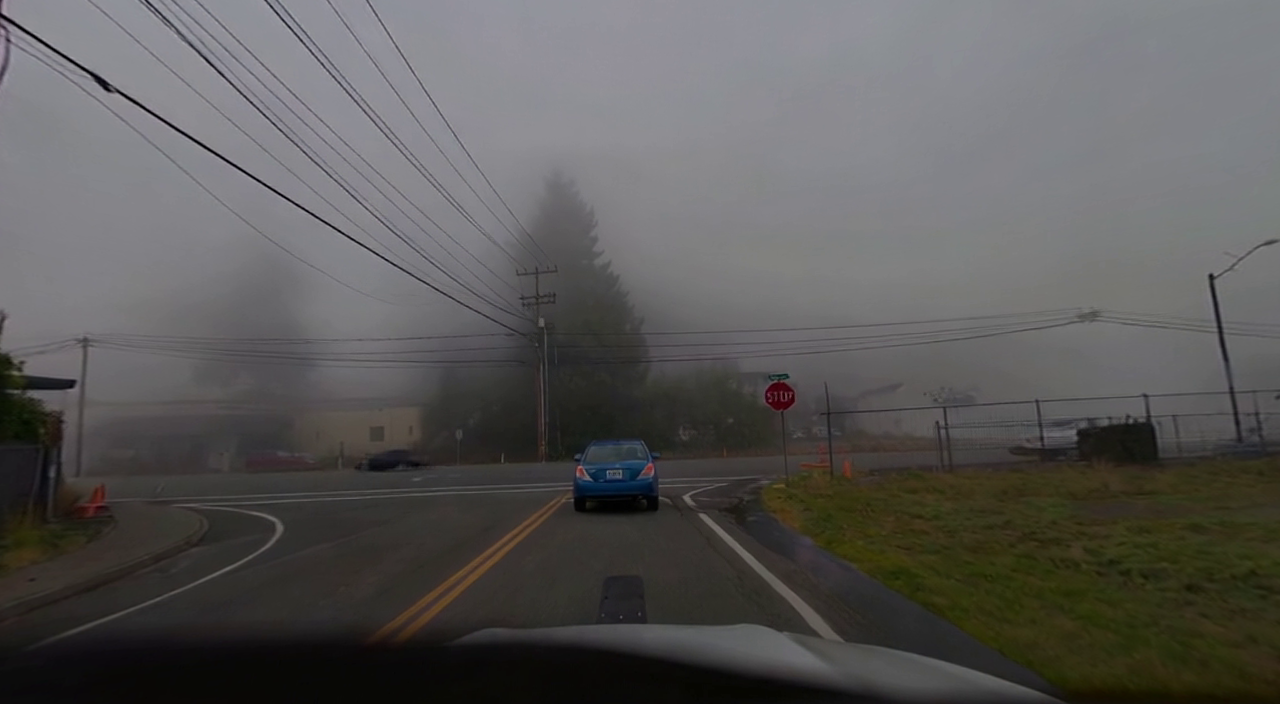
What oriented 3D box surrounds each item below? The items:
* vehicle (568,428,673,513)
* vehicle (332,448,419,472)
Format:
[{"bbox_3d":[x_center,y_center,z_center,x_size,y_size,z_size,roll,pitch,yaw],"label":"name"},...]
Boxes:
[{"bbox_3d":[-0.529,2.730,15.047,2.137,1.698,4.166,0,-8,-4],"label":"vehicle"},{"bbox_3d":[-17.056,7.001,40.987,4.840,1.478,1.794,1,-8,-8],"label":"vehicle"}]
